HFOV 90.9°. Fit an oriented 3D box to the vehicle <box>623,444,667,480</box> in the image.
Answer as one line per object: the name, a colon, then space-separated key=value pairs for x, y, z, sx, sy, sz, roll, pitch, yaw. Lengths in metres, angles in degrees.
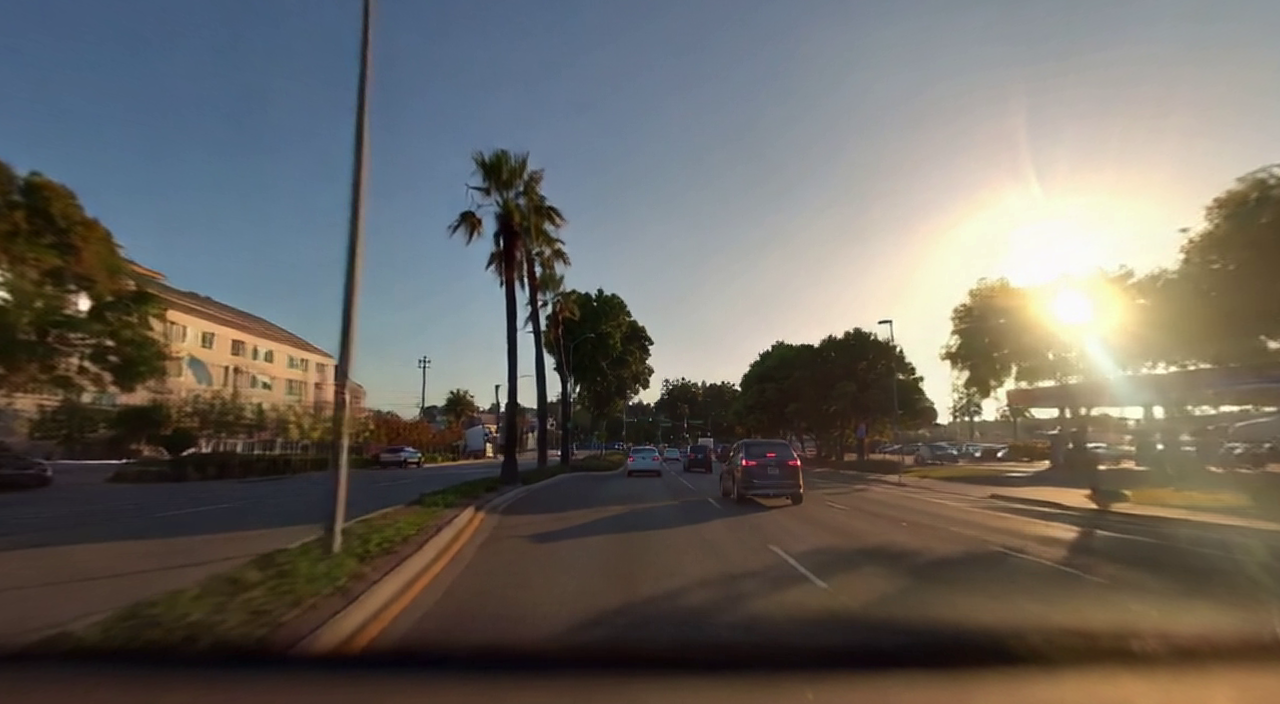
vehicle: x=0.251 y=5.332 z=30.881 sx=1.991 sy=1.664 sz=3.814 roll=0 pitch=-8 yaw=0

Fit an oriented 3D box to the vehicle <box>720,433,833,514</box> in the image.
vehicle: x=3.238 y=2.938 z=15.738 sx=1.872 sy=1.752 sz=3.896 roll=0 pitch=-8 yaw=-1

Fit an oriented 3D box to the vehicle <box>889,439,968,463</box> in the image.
vehicle: x=21.807 y=7.492 z=47.776 sx=4.831 sy=1.816 sz=2.295 roll=0 pitch=-8 yaw=-2

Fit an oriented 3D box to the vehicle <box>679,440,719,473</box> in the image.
vehicle: x=3.824 y=6.844 z=41.576 sx=2.154 sy=1.975 sz=4.634 roll=0 pitch=-8 yaw=-1
